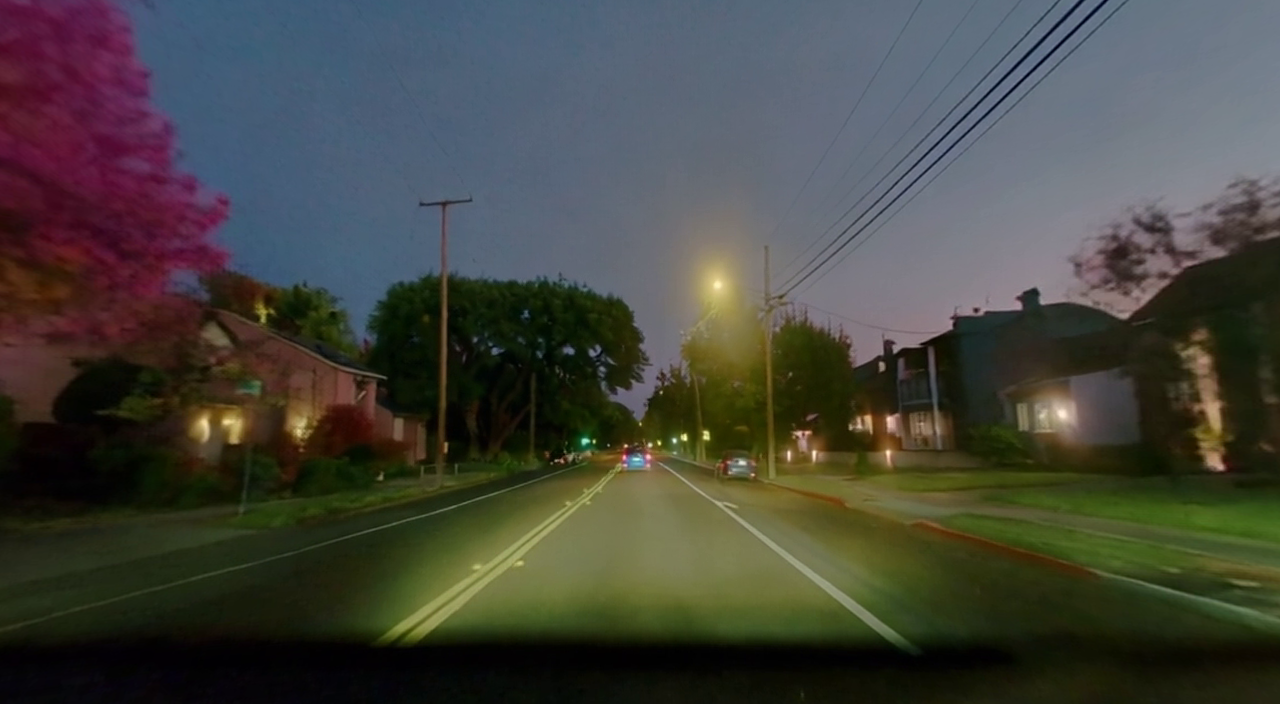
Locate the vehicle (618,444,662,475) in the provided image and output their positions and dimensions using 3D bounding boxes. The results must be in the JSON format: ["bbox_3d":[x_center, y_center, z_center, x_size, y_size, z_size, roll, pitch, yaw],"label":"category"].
[{"bbox_3d":[-0.011,5.499,32.484,2.104,1.500,3.815,0,-8,0],"label":"vehicle"}]

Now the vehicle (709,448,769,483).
[{"bbox_3d":[4.545,5.278,29.723,1.977,1.481,5.155,0,-8,0],"label":"vehicle"}]
